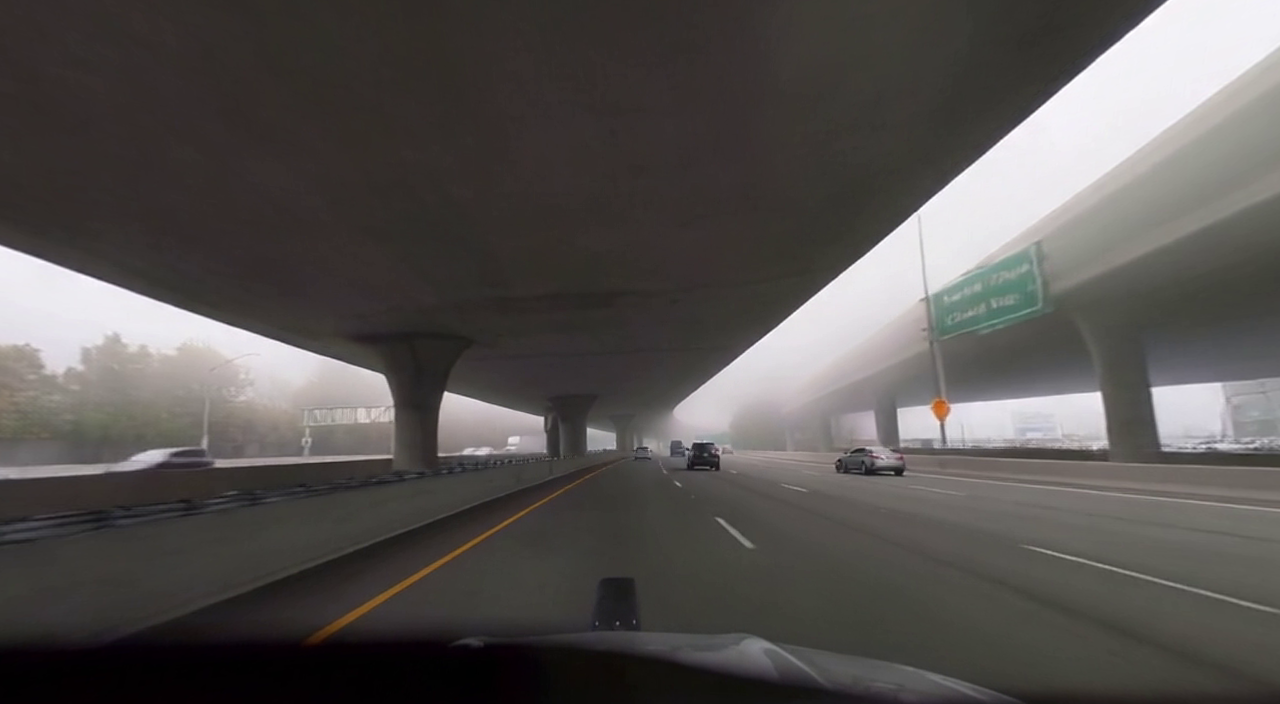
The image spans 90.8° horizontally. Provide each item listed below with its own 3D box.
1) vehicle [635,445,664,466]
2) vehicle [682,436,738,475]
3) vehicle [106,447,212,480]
[{"bbox_3d":[0.680,7.607,46.650,2.046,1.475,3.784,0,-8,1],"label":"vehicle"},{"bbox_3d":[3.426,5.219,32.115,2.226,1.779,4.835,0,-8,-1],"label":"vehicle"},{"bbox_3d":[-27.503,6.372,36.418,2.122,1.705,4.982,0,-8,1],"label":"vehicle"}]
